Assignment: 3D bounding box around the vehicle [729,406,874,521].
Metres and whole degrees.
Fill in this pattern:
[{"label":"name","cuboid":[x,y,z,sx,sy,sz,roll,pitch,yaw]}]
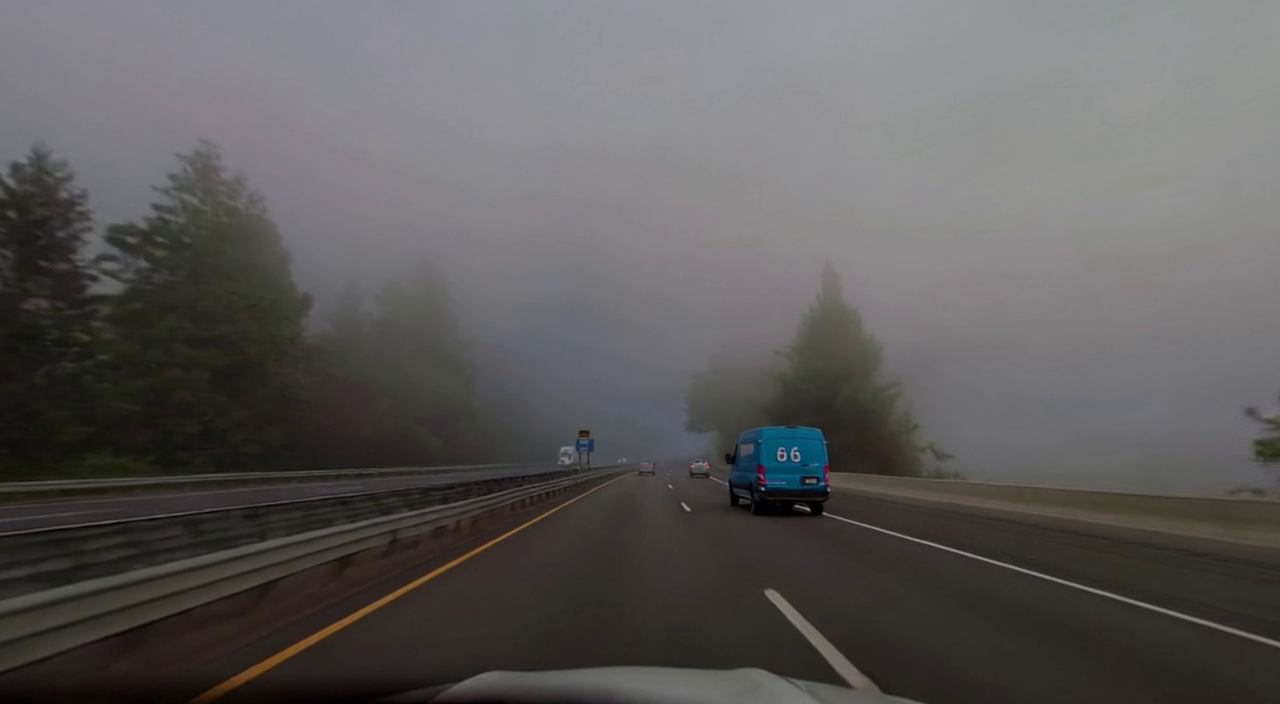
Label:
[{"label":"vehicle","cuboid":[4.096,3.082,17.360,2.366,2.595,5.793,1,-11,-1]}]
